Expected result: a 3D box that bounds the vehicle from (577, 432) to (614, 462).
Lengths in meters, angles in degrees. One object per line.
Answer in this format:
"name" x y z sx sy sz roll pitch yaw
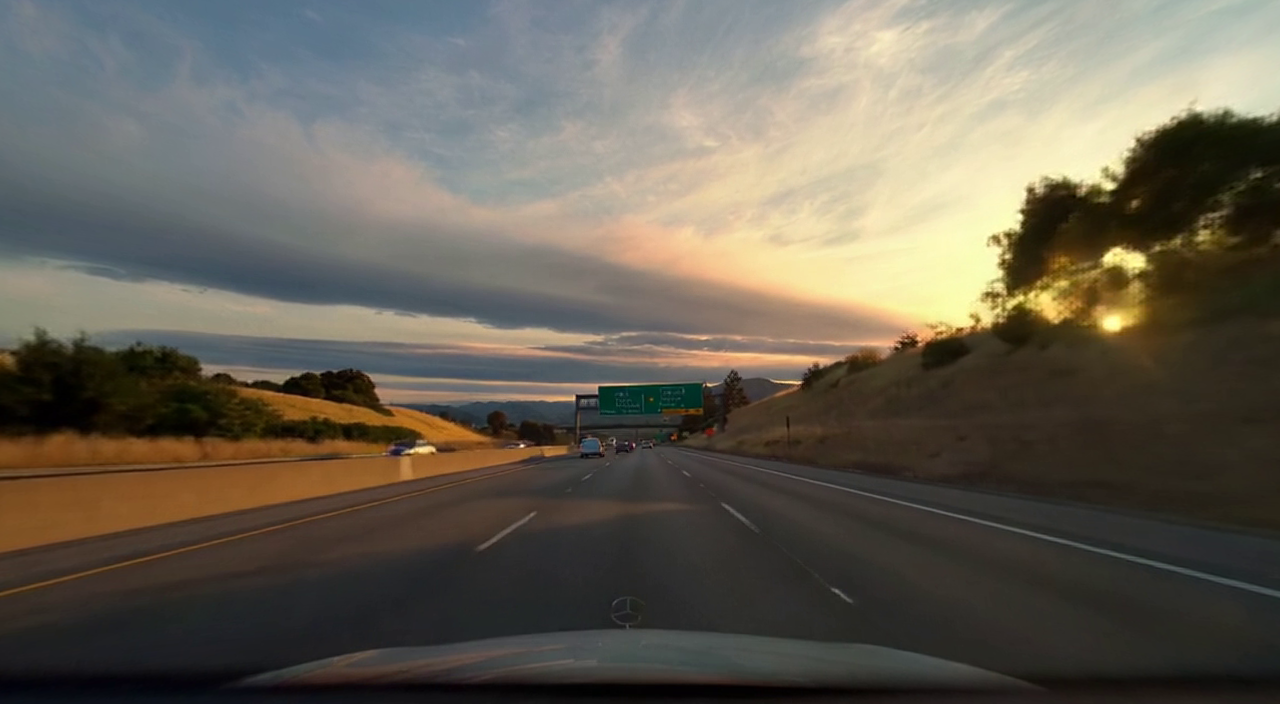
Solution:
"vehicle" -3.148 6.852 45.541 2.286 2.011 4.452 0 -8 1
